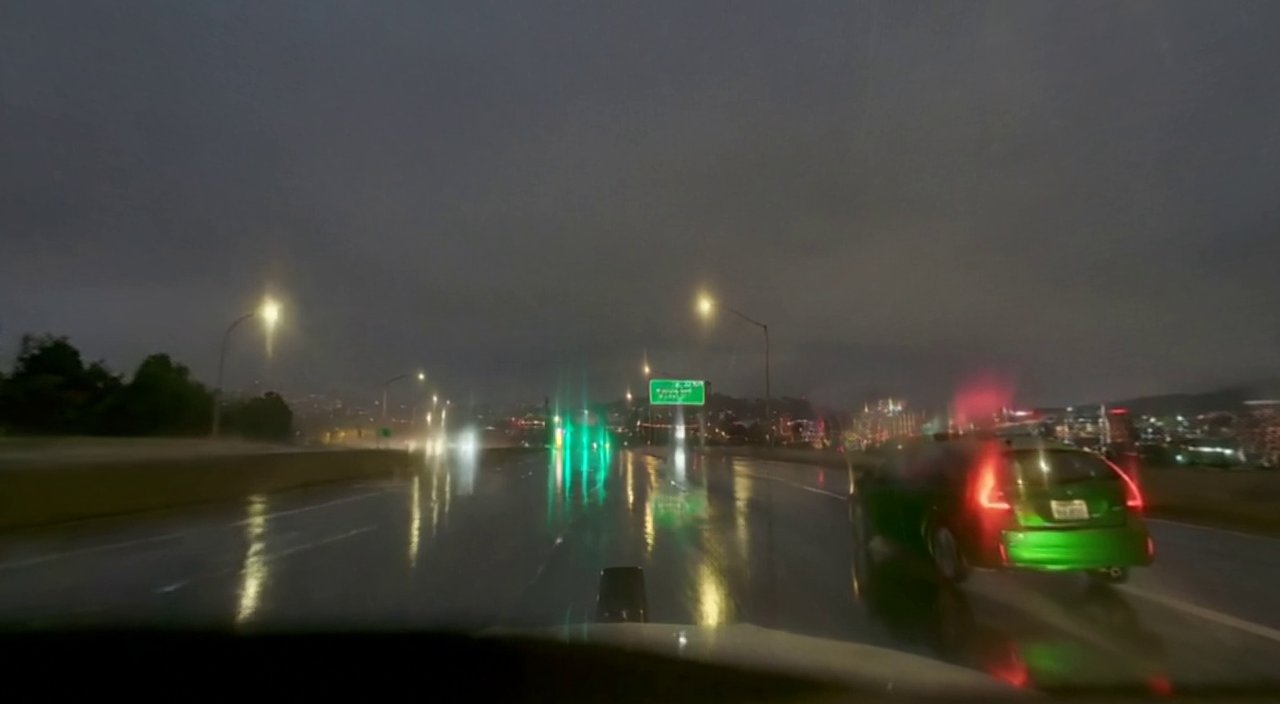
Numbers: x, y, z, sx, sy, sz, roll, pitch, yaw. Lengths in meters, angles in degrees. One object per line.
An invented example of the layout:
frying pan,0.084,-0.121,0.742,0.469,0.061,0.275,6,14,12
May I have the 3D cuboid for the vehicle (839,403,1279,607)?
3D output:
vehicle,4.135,1.500,7.321,2.104,1.575,4.698,0,-7,0
